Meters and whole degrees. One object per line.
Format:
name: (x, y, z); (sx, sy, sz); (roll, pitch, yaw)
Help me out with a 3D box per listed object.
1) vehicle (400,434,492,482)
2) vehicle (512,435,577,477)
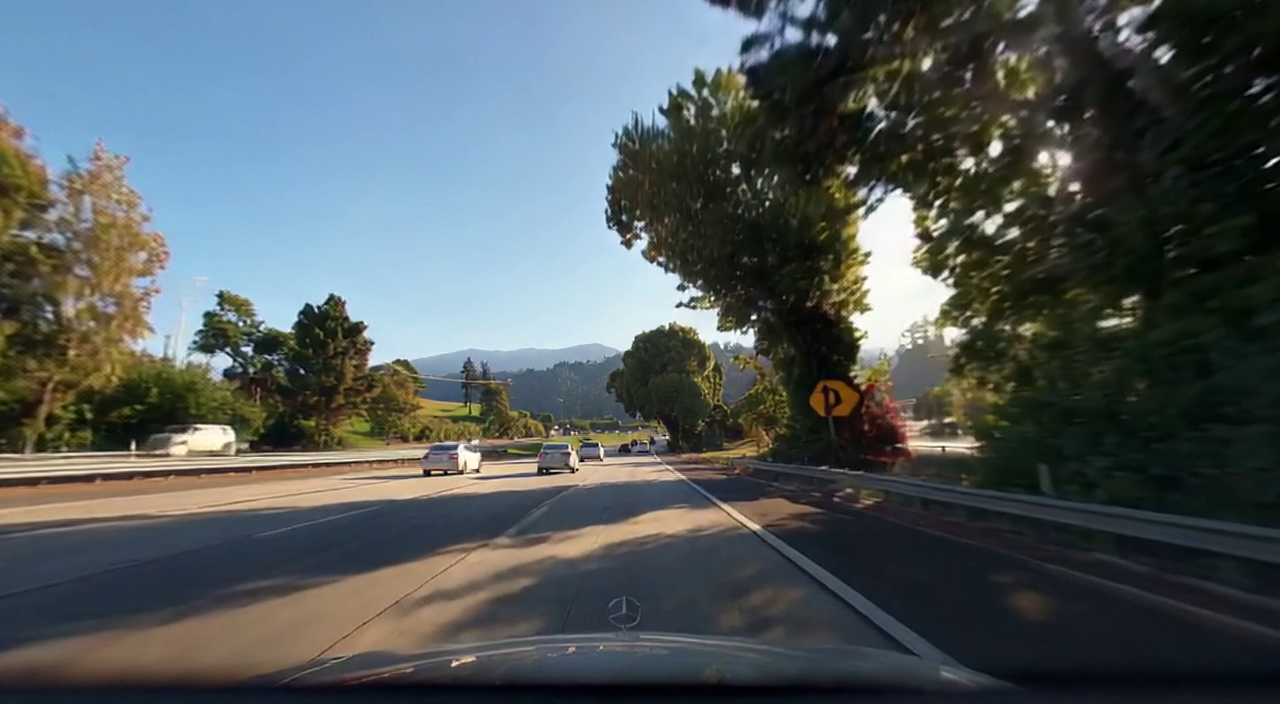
vehicle: (-7.483, 4.129, 24.802); (2.108, 1.686, 4.556); (0, -9, 1)
vehicle: (-4.063, 4.536, 27.549); (2.035, 1.673, 4.469); (0, -9, 1)
